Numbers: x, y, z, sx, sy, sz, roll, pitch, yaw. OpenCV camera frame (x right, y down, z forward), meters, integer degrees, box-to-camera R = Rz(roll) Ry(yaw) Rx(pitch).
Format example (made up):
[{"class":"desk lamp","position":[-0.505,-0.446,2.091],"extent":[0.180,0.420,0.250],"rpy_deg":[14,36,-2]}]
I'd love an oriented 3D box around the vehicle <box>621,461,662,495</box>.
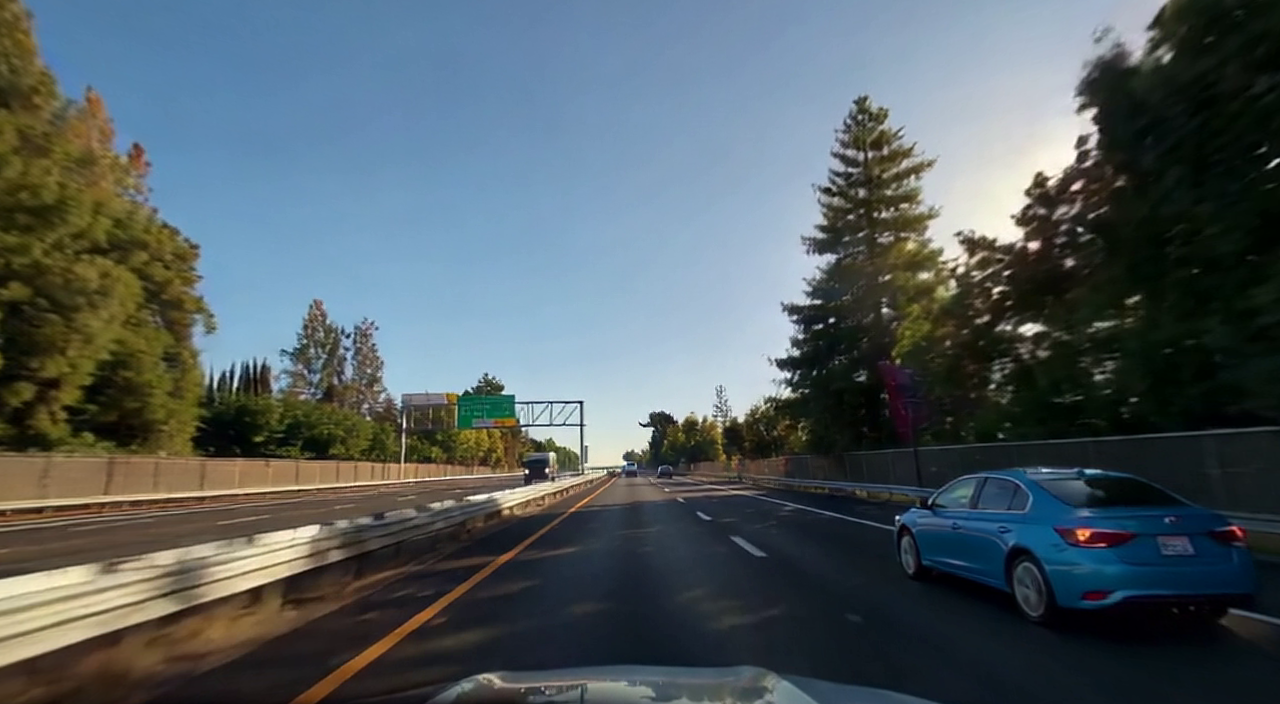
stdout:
[{"class":"vehicle","position":[0.025,6.643,33.253],"extent":[2.037,1.605,3.833],"rpy_deg":[1,-11,-1]}]

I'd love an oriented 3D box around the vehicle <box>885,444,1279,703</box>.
[{"class":"vehicle","position":[4.047,1.690,5.716],"extent":[1.938,1.494,4.032],"rpy_deg":[1,-11,-1]}]
